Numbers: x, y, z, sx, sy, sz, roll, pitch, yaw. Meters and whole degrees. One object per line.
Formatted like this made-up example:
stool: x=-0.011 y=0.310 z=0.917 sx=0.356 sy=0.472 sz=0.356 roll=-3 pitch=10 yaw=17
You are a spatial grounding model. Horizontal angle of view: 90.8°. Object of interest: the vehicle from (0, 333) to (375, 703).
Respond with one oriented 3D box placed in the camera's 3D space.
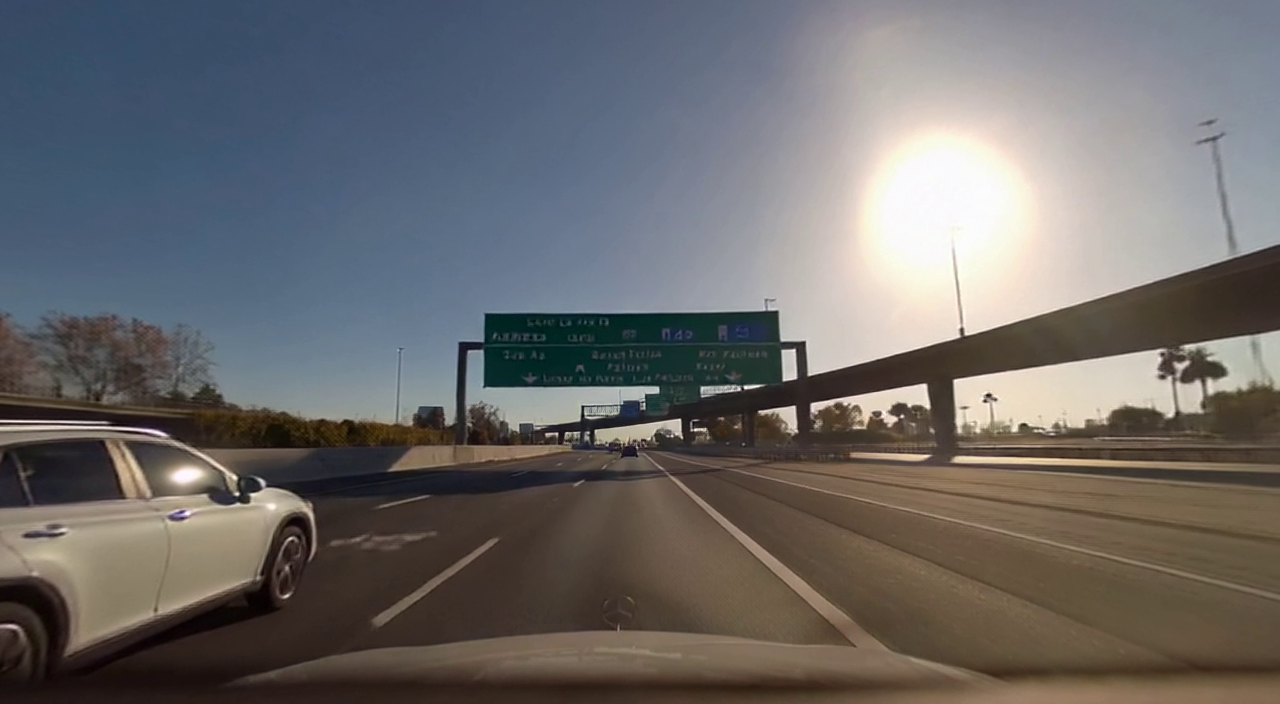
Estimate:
vehicle: x=-3.385 y=0.947 z=3.267 sx=2.178 sy=1.699 sz=4.321 roll=0 pitch=-8 yaw=-1
